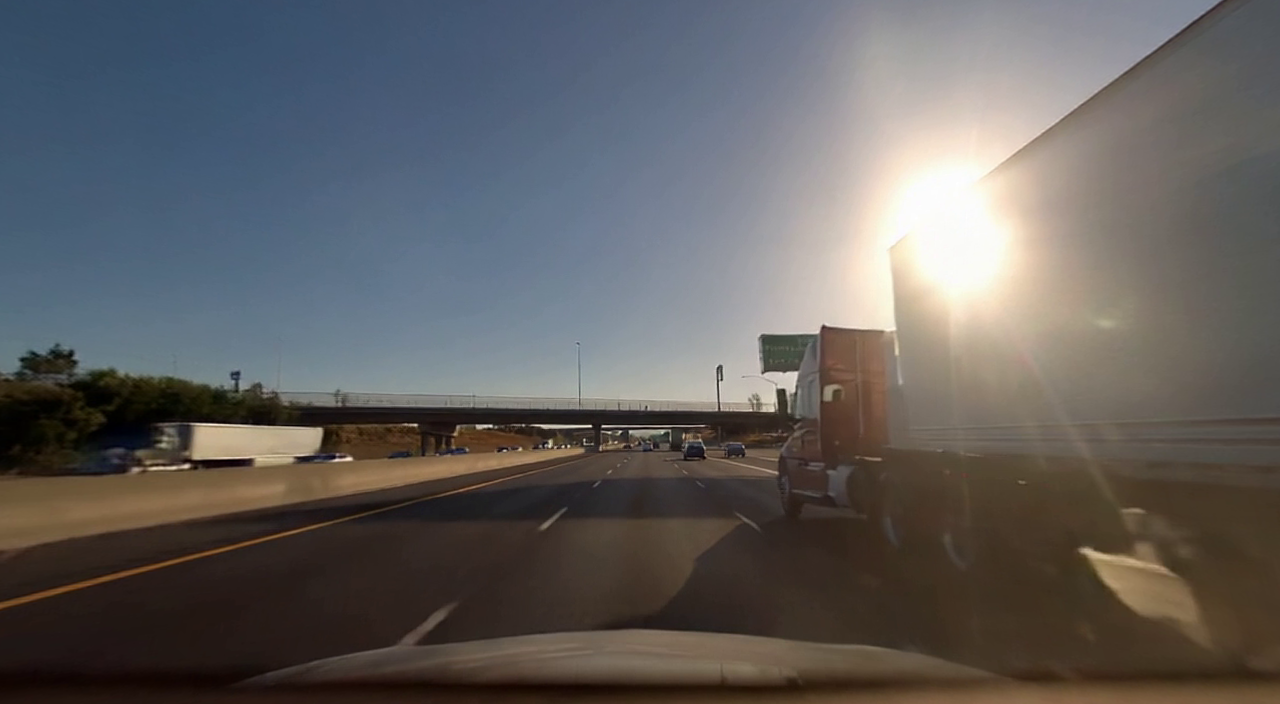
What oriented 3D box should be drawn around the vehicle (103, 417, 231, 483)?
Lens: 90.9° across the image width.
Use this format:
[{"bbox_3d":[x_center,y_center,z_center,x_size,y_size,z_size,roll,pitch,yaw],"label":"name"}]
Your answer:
[{"bbox_3d":[-31.540,6.549,42.516,3.017,4.007,6.914,0,-8,1],"label":"vehicle"}]
